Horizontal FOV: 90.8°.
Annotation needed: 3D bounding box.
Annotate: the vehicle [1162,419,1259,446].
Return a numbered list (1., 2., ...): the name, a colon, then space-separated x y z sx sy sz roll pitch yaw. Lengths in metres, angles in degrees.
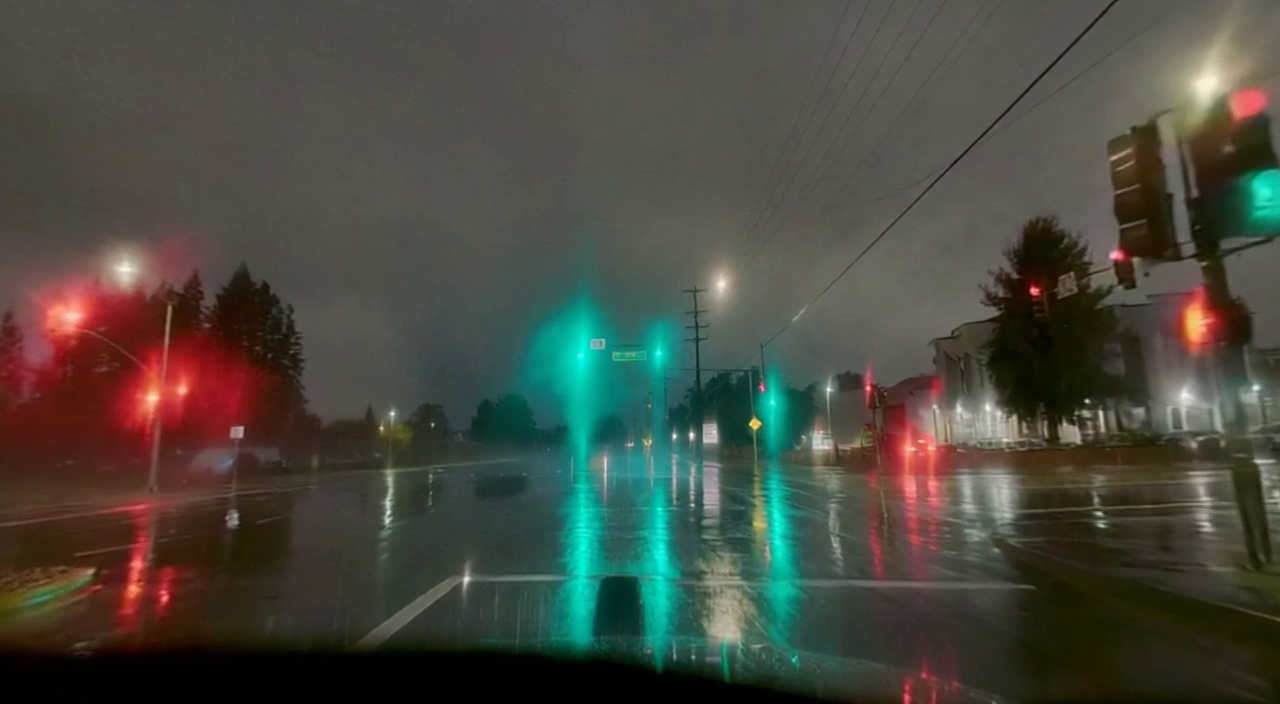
1. vehicle: 34.092 4.888 37.910 1.832 1.521 4.266 0 -9 0

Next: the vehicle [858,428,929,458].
1. vehicle: 14.958 5.442 37.533 1.959 1.471 4.570 -4 -8 -4
